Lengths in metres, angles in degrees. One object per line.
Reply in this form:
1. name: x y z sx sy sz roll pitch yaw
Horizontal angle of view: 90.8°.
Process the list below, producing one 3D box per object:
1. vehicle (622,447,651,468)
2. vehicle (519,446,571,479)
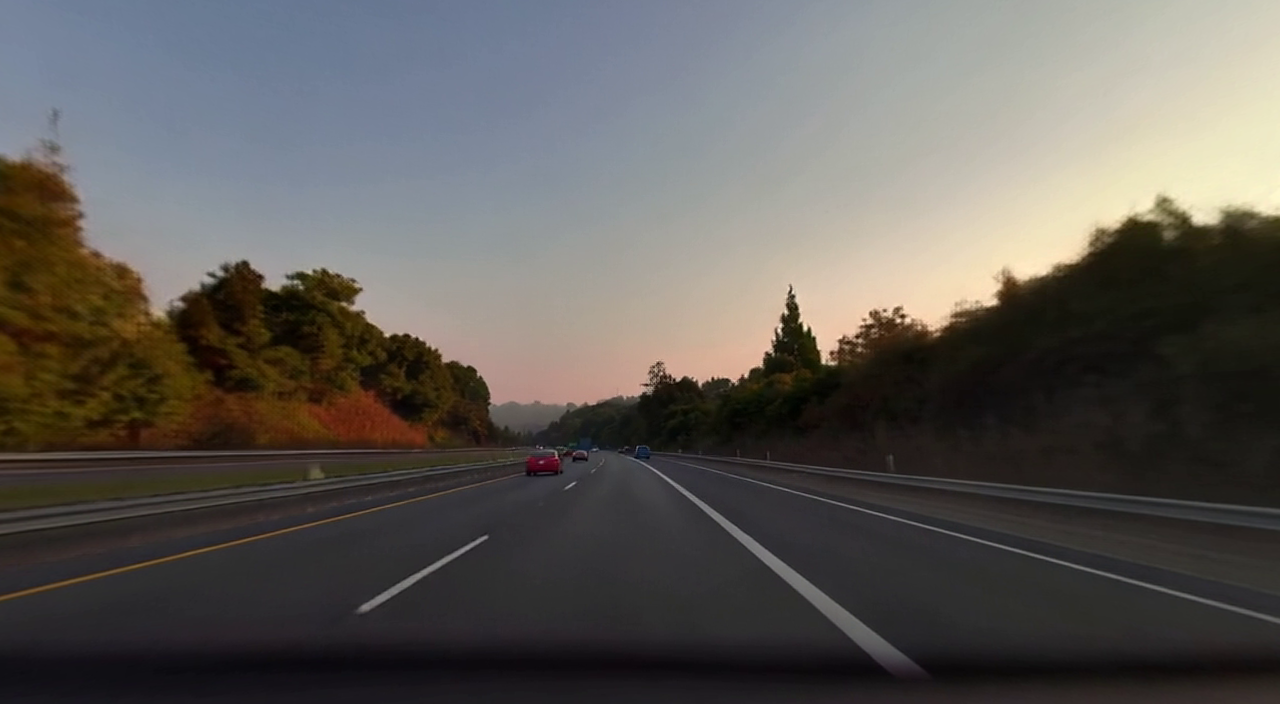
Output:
1. vehicle: -0.300 7.838 47.127 2.031 1.483 3.417 0 -9 -3
2. vehicle: -4.651 5.470 31.527 1.957 1.499 4.965 0 -9 -1
